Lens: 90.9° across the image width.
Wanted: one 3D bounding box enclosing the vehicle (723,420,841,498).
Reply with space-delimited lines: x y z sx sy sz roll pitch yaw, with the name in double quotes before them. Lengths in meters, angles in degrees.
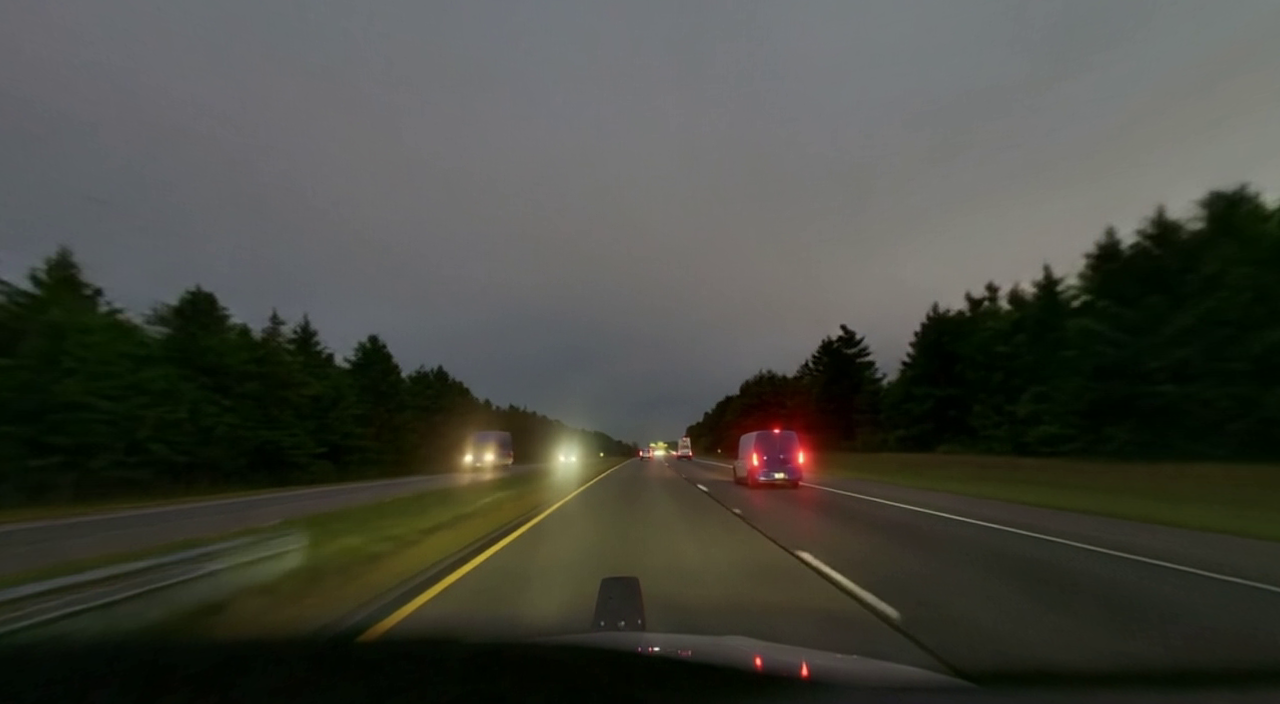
"vehicle" 4.125 3.234 19.306 2.371 2.045 4.768 0 -9 -1
